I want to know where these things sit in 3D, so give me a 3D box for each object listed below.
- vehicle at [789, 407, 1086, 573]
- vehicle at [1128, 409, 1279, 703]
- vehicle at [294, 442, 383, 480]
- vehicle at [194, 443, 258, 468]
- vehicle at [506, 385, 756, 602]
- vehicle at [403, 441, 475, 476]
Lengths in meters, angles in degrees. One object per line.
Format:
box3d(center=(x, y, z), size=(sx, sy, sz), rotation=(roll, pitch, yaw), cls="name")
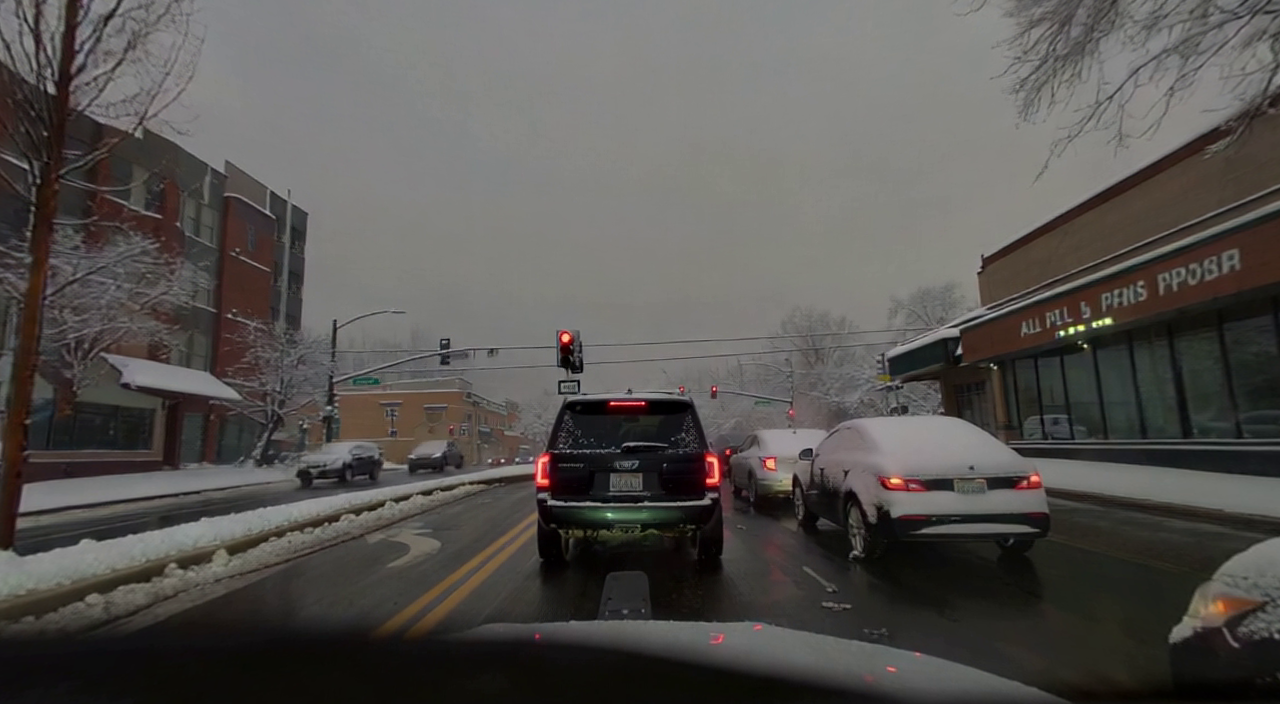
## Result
box3d(center=(3.627, 1.756, 8.816), size=(2.036, 1.719, 4.318), rotation=(0, -8, 0), cls="vehicle")
box3d(center=(3.368, 0.729, 0.812), size=(1.884, 1.484, 4.609), rotation=(0, -8, 2), cls="vehicle")
box3d(center=(-14.826, 5.375, 31.351), size=(2.102, 1.737, 4.570), rotation=(0, -8, 1), cls="vehicle")
box3d(center=(-27.422, 6.870, 41.871), size=(1.693, 1.563, 3.716), rotation=(0, -8, 0), cls="vehicle")
box3d(center=(0.007, 1.535, 7.684), size=(2.154, 1.861, 4.280), rotation=(0, -8, 3), cls="vehicle")
box3d(center=(-11.412, 6.079, 36.284), size=(2.224, 1.840, 5.290), rotation=(0, -8, 3), cls="vehicle")
